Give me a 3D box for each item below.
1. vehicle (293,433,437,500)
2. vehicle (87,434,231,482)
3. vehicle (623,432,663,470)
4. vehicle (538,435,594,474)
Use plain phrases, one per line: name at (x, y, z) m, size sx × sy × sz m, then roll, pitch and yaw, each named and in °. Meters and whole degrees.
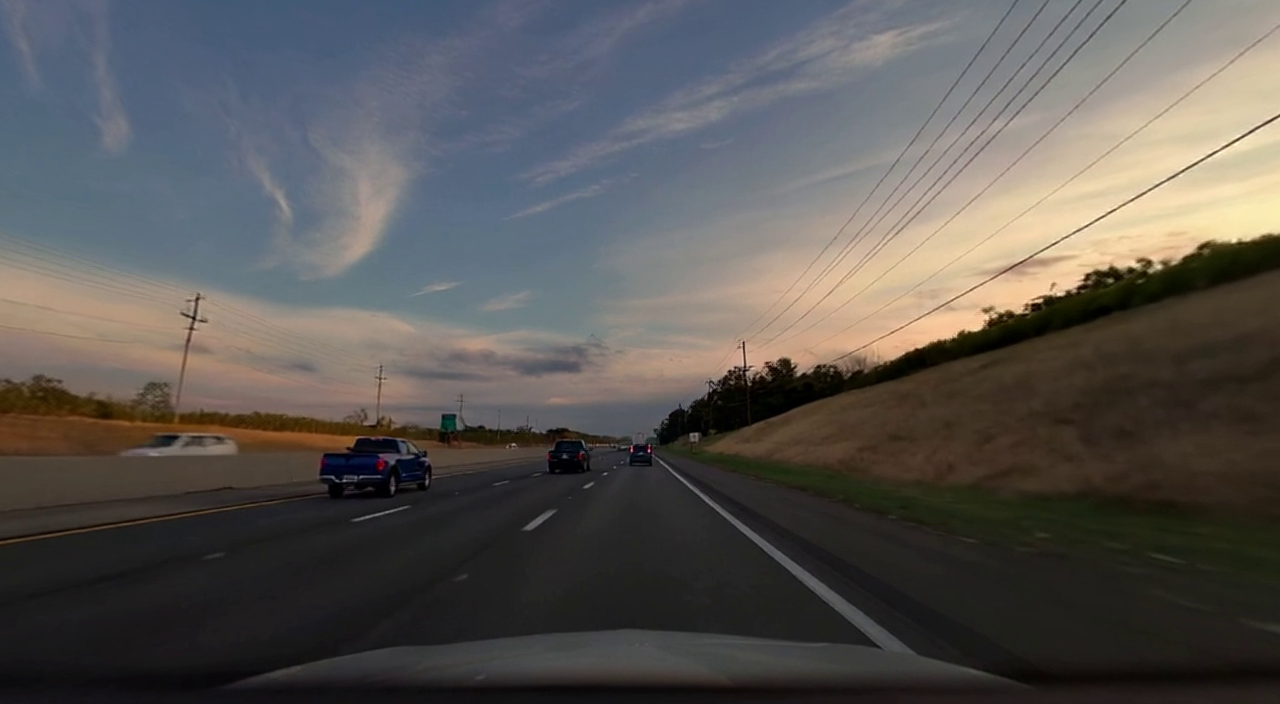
vehicle at (-7.423, 3.133, 17.651) m, size 2.013 × 1.609 × 4.446 m, roll 0°, pitch -9°, yaw 0°
vehicle at (-21.065, 4.650, 28.043) m, size 2.146 × 1.906 × 5.388 m, roll 0°, pitch -9°, yaw 0°
vehicle at (0.189, 6.137, 39.258) m, size 2.358 × 2.144 × 4.713 m, roll 0°, pitch -9°, yaw 0°
vehicle at (-3.694, 5.240, 32.354) m, size 2.204 × 1.812 × 5.289 m, roll 0°, pitch -9°, yaw 0°
